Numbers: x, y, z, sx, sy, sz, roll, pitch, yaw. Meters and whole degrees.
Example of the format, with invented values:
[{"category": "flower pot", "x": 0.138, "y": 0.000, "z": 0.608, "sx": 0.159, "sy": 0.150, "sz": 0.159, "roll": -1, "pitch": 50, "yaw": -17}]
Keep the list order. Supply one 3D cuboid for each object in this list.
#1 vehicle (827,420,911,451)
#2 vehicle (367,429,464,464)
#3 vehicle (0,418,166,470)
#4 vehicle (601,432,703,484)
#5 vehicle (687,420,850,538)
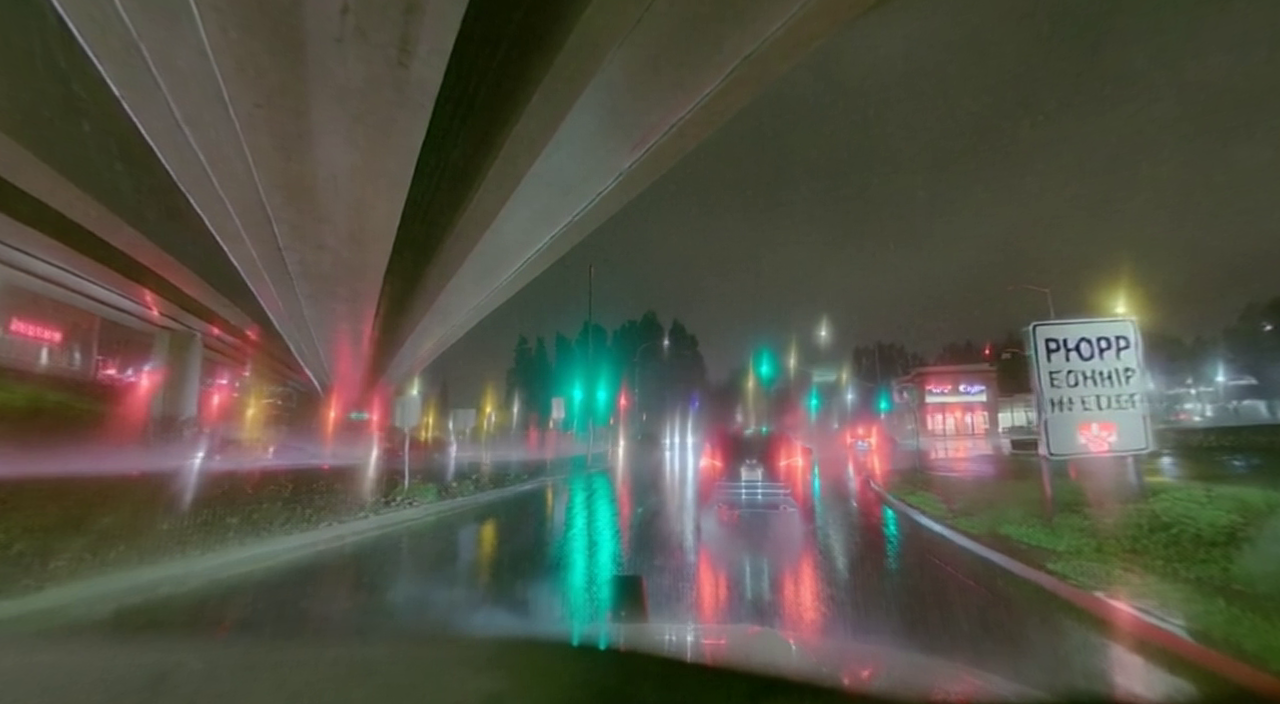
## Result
[{"category": "vehicle", "x": 13.209, "y": 4.819, "z": 36.269, "sx": 4.755, "sy": 1.623, "sz": 2.290, "roll": 6, "pitch": -11, "yaw": -38}, {"category": "vehicle", "x": -12.766, "y": 5.424, "z": 36.157, "sx": 4.827, "sy": 1.885, "sz": 2.008, "roll": 1, "pitch": -9, "yaw": -7}, {"category": "vehicle", "x": -43.653, "y": 7.012, "z": 48.126, "sx": 2.989, "sy": 3.604, "sz": 11.471, "roll": -5, "pitch": -9, "yaw": 27}, {"category": "vehicle", "x": 0.549, "y": 3.491, "z": 21.096, "sx": 2.214, "sy": 1.519, "sz": 4.704, "roll": -3, "pitch": -9, "yaw": 17}, {"category": "vehicle", "x": 2.183, "y": 2.067, "z": 10.931, "sx": 2.195, "sy": 1.571, "sz": 4.353, "roll": -2, "pitch": -9, "yaw": 11}]
